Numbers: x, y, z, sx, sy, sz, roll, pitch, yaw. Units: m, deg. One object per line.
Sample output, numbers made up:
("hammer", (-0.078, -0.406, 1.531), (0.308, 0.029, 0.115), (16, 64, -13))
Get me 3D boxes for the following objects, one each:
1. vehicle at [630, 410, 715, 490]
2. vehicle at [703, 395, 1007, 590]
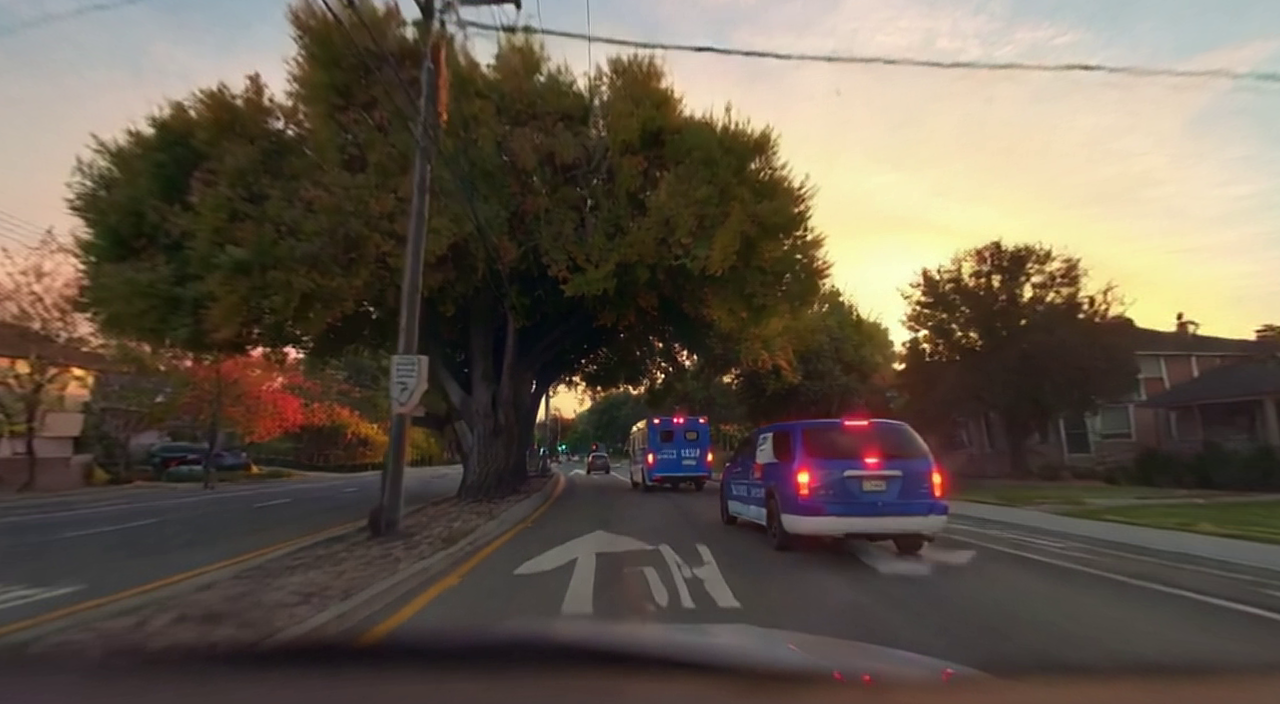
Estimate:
("vehicle", (1.073, 3.728, 24.332), (2.406, 2.687, 5.521), (1, -8, -6))
("vehicle", (2.421, 1.740, 8.834), (2.194, 1.922, 4.822), (1, -8, -5))
